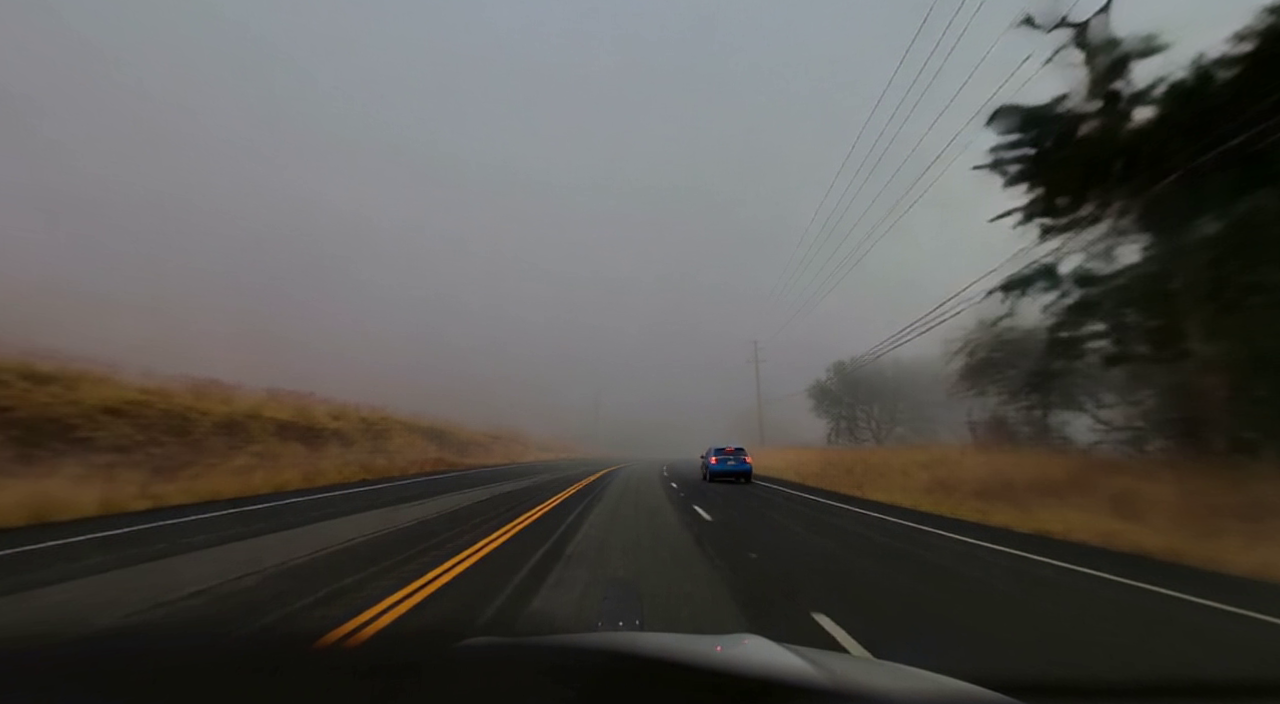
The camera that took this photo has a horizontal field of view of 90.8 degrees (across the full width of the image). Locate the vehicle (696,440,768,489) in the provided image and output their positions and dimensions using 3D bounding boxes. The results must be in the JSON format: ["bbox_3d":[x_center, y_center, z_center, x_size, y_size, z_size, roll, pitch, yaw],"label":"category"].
[{"bbox_3d":[3.436,4.303,24.446,2.135,1.692,4.185,0,-9,0],"label":"vehicle"}]
